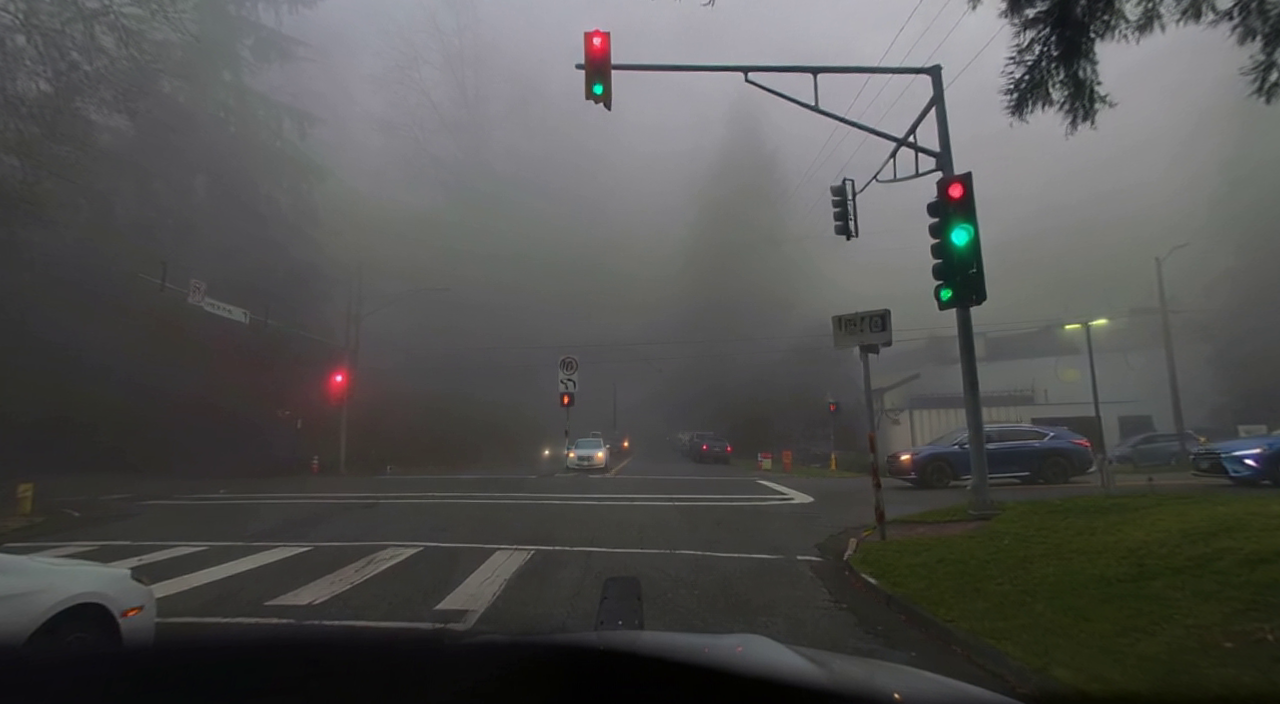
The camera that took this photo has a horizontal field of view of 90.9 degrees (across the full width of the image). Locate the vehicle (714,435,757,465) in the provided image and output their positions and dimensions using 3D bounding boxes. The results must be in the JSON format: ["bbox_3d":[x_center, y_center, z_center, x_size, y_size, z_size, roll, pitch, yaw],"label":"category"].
[{"bbox_3d":[6.950,7.154,46.114,1.491,2.041,2.964,6,-9,-34],"label":"vehicle"}]

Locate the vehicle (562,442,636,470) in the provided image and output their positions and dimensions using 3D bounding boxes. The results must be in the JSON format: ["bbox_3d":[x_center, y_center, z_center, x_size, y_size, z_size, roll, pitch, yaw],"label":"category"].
[{"bbox_3d":[-2.447,6.152,37.559,3.991,1.526,1.868,-4,-9,30],"label":"vehicle"}]

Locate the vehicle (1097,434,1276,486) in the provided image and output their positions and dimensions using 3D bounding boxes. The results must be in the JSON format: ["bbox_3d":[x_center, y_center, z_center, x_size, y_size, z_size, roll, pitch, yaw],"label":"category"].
[{"bbox_3d":[16.787,3.316,19.504,3.876,1.512,1.784,0,-8,-2],"label":"vehicle"}]

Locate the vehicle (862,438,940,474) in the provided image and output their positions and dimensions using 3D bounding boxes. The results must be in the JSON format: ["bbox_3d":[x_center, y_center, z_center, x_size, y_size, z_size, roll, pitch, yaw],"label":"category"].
[{"bbox_3d":[12.401,5.039,30.267,1.922,1.529,3.964,0,-12,-1],"label":"vehicle"}]
